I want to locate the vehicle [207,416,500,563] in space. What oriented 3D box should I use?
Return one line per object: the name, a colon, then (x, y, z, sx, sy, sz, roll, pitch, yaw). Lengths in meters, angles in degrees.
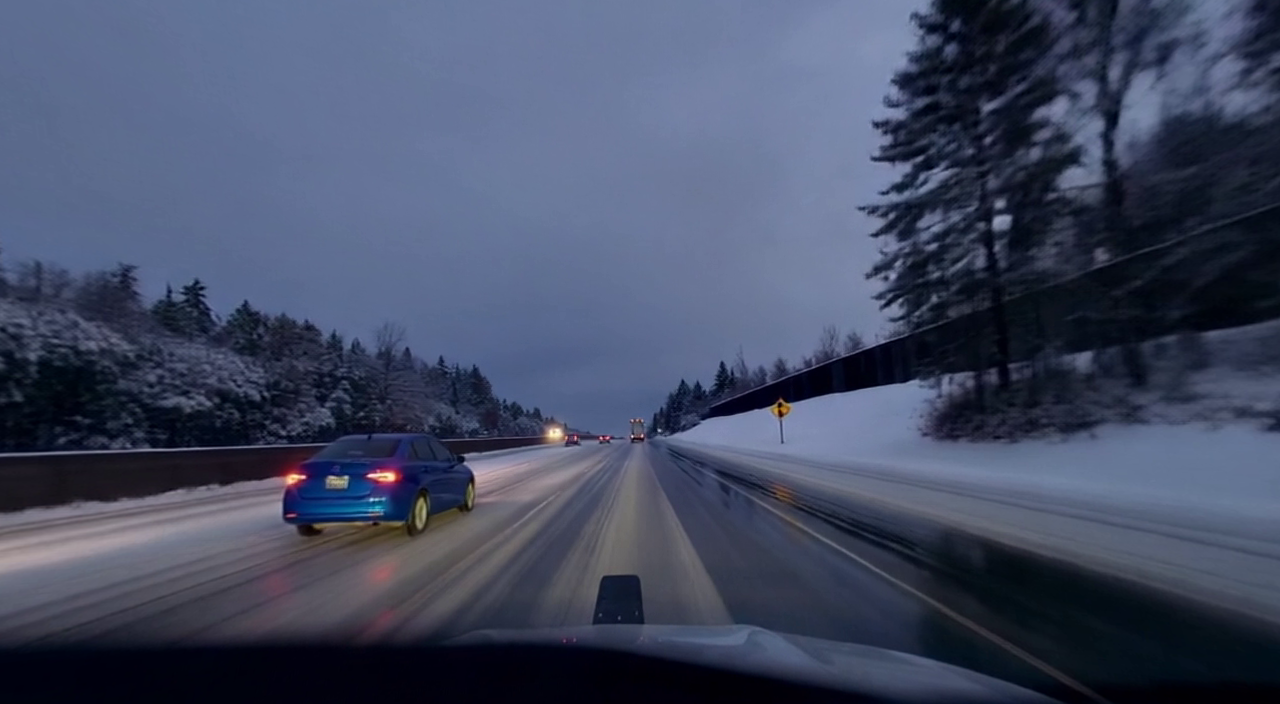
vehicle: (-3.396, 1.683, 8.477, 2.079, 1.500, 3.881, 0, -8, 0)
